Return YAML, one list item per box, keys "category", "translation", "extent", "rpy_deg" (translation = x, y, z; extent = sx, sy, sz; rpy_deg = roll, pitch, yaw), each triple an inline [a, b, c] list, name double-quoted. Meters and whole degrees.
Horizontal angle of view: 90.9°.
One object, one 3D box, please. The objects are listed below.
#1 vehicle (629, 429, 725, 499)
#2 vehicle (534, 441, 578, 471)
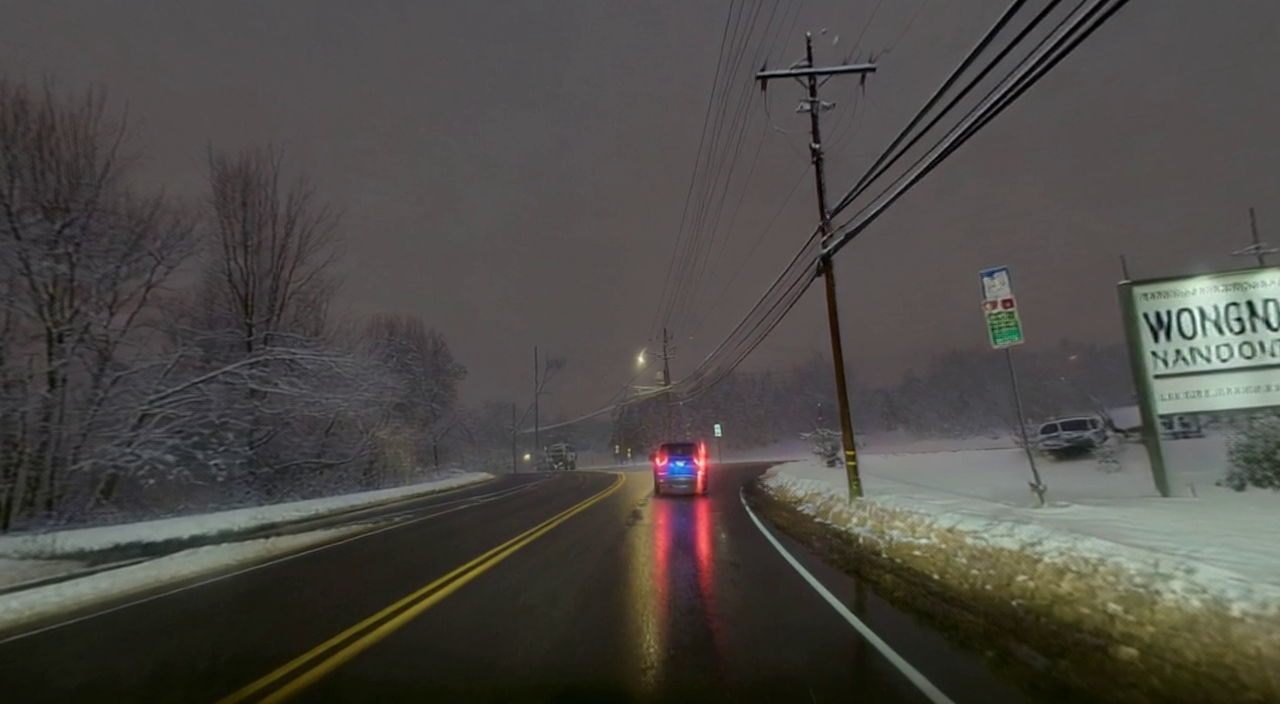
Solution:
- category: "vehicle"
  translation: [0.875, 2.719, 15.620]
  extent: [2.081, 1.503, 3.726]
  rpy_deg: [0, -8, 2]
- category: "vehicle"
  translation: [-6.173, 7.493, 45.581]
  extent: [2.668, 1.981, 5.575]
  rpy_deg: [2, -9, -12]
